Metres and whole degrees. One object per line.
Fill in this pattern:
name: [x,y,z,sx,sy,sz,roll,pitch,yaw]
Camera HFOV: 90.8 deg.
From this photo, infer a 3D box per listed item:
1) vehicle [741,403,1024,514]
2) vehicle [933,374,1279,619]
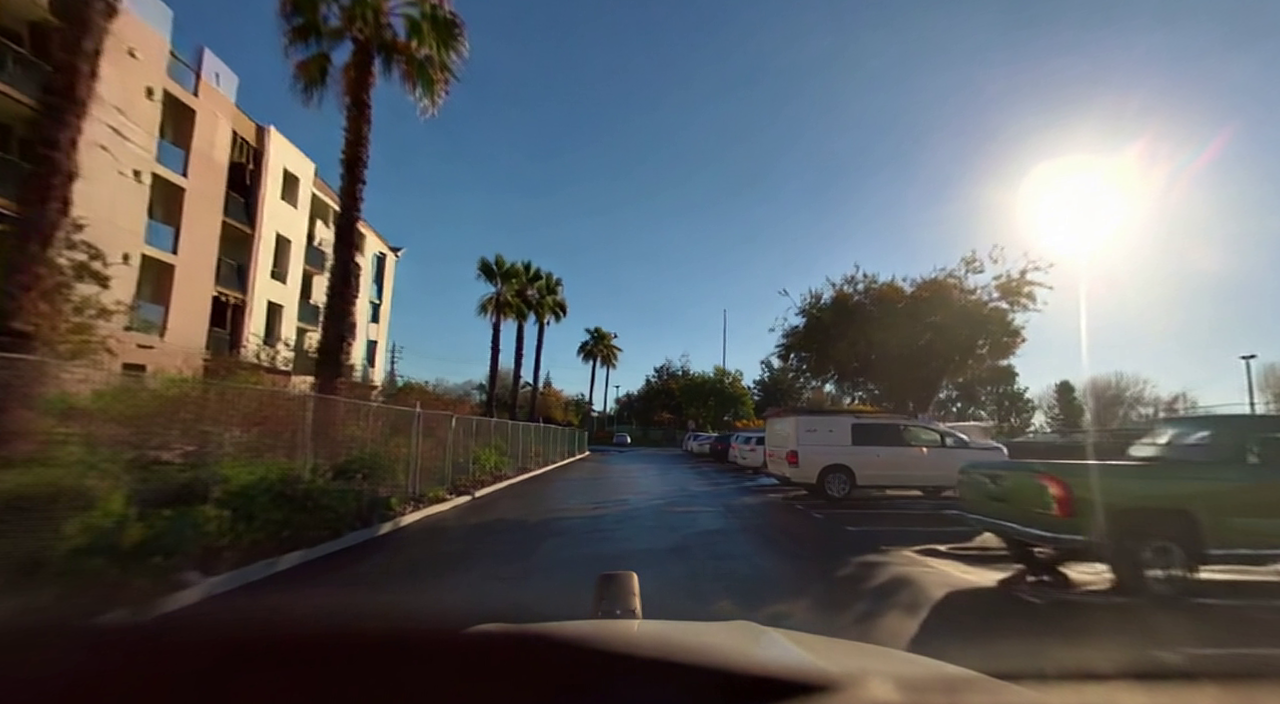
vehicle: [5.320,2.372,14.558,5.639,2.033,2.172,2,-7,4]
vehicle: [5.985,1.240,5.998,5.381,1.826,2.047,0,-8,-3]
